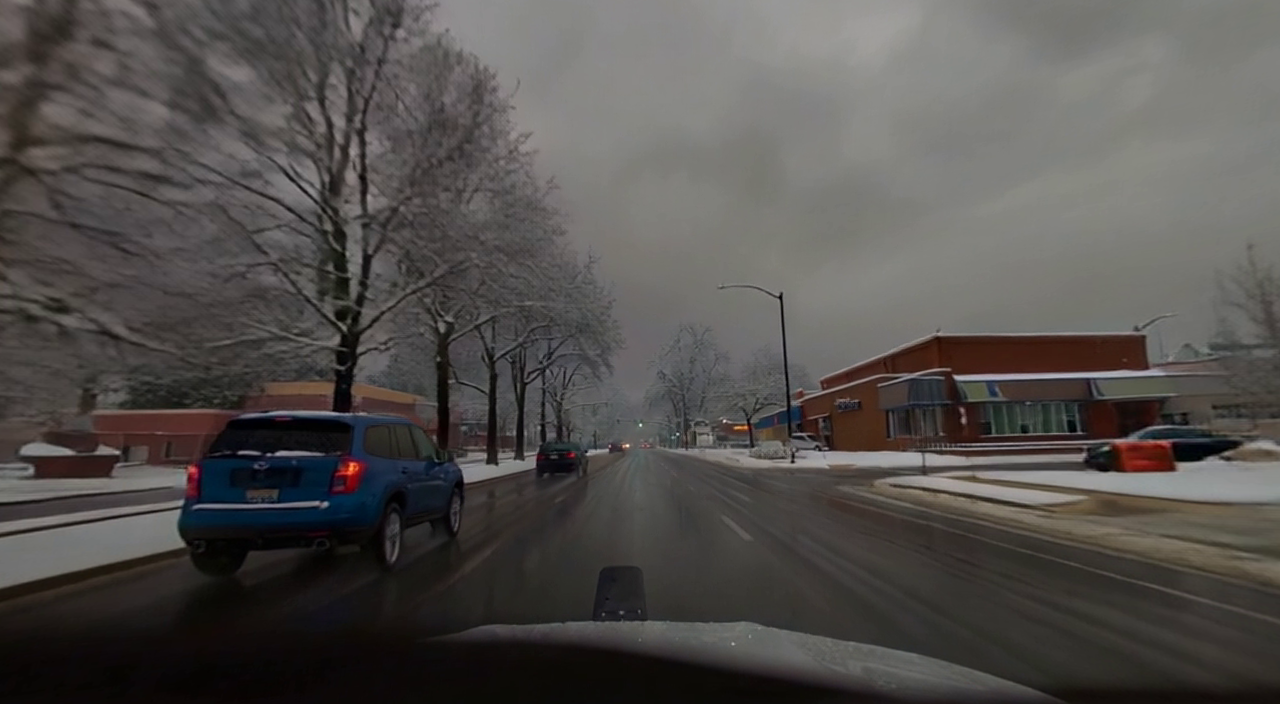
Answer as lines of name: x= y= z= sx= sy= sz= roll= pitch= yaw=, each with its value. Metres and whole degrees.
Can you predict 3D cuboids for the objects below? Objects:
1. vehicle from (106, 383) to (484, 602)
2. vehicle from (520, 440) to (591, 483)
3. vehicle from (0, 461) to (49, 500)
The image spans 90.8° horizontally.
vehicle: x=-3.428 y=1.497 z=7.539 sx=2.042 sy=1.817 sz=4.364 roll=0 pitch=-8 yaw=0
vehicle: x=-3.130 y=4.178 z=24.426 sx=2.069 sy=1.470 sz=4.601 roll=0 pitch=-8 yaw=0
vehicle: x=-32.038 y=6.487 z=32.093 sx=4.602 sy=1.721 sz=2.167 roll=-7 pitch=-11 yaw=39
